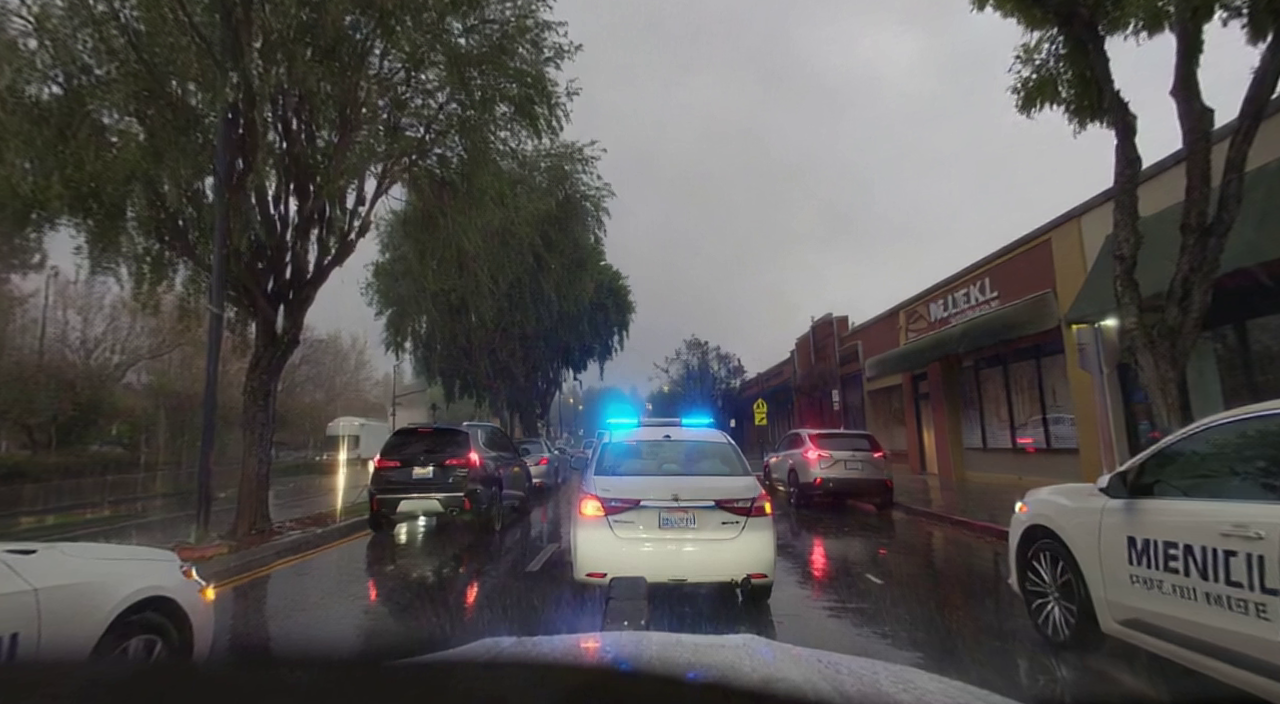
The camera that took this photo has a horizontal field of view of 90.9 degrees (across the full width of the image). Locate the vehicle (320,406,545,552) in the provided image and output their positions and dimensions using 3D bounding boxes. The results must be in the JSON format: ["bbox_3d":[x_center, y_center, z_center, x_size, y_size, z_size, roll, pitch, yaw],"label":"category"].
[{"bbox_3d":[-2.937,1.923,10.205,2.135,1.806,4.514,0,-8,-1],"label":"vehicle"}]

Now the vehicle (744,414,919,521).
[{"bbox_3d":[4.030,2.560,14.530,2.038,1.865,5.786,3,-9,-2],"label":"vehicle"}]

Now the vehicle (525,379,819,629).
[{"bbox_3d":[0.214,1.377,6.567,2.075,1.770,4.018,0,-8,0],"label":"vehicle"}]

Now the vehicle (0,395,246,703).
[{"bbox_3d":[-2.891,0.726,0.920,1.908,1.474,4.257,0,-8,-1],"label":"vehicle"}]

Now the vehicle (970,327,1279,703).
[{"bbox_3d":[4.038,0.922,3.258,1.987,1.877,5.330,4,-8,2],"label":"vehicle"}]
